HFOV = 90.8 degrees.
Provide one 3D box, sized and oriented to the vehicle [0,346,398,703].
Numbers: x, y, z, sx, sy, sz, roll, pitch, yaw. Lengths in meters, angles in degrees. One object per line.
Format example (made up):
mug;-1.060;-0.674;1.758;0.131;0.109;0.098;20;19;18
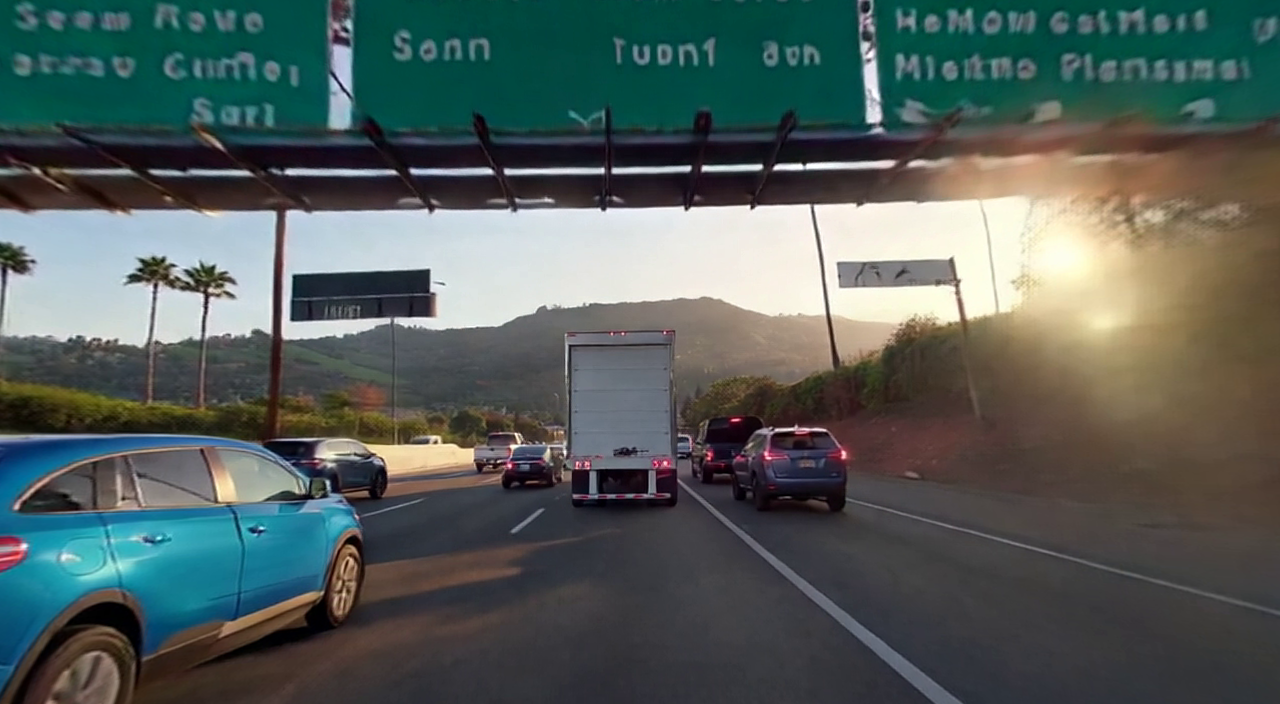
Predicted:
vehicle;-3.218;1.063;3.819;1.885;1.654;4.103;0;-9;0

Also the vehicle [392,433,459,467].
vehicle;-15.758;7.274;46.870;2.716;2.322;6.333;0;-9;0

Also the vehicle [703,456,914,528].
vehicle;2.949;2.678;12.832;2.635;1.036;5.568;0;-9;-2

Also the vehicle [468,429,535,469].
vehicle;-7.284;5.190;33.962;2.344;1.954;5.579;0;-9;0

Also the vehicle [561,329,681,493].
vehicle;-0.460;2.225;20.897;2.906;4.040;10.743;0;-9;0
